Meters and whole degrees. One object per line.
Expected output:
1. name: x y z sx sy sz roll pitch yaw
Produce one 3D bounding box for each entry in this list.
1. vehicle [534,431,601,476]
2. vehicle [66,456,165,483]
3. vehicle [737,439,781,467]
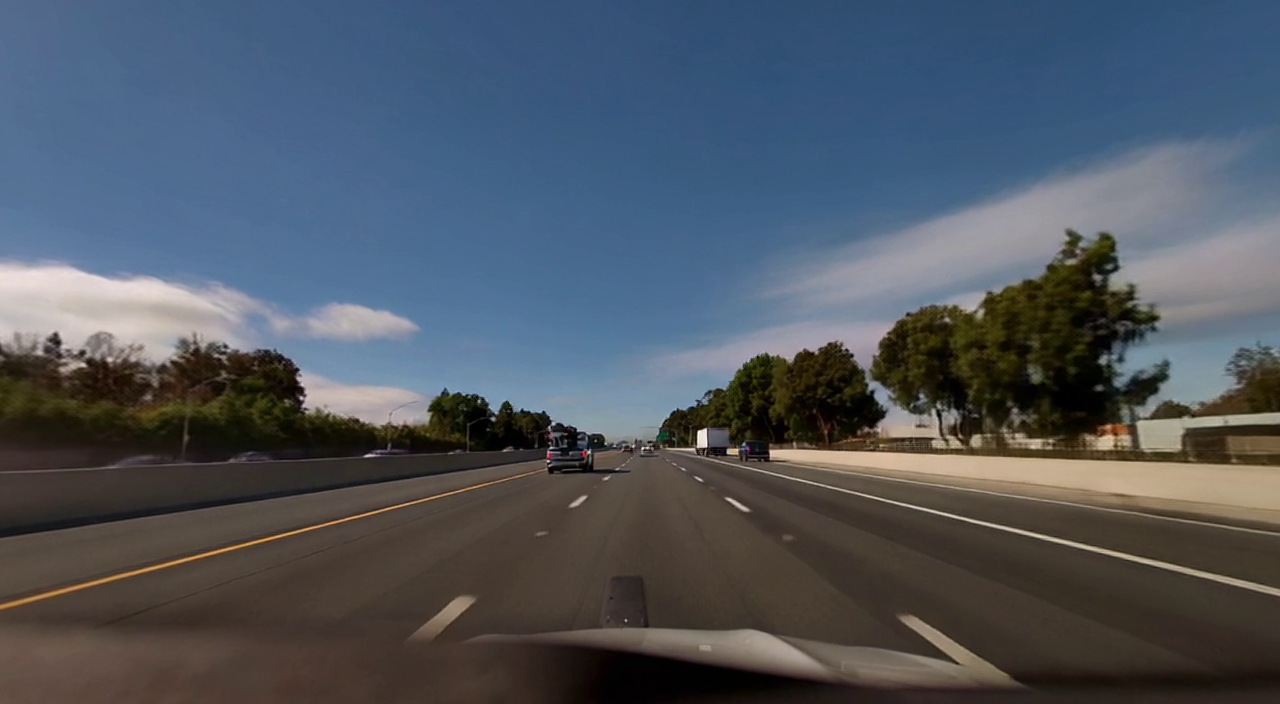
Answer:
1. vehicle: -3.333 4.819 30.086 2.453 1.952 5.320 0 -8 1
2. vehicle: -32.065 7.162 38.721 1.859 1.485 4.827 0 -8 1
3. vehicle: 7.674 6.521 40.991 2.063 1.706 4.259 0 -8 0
